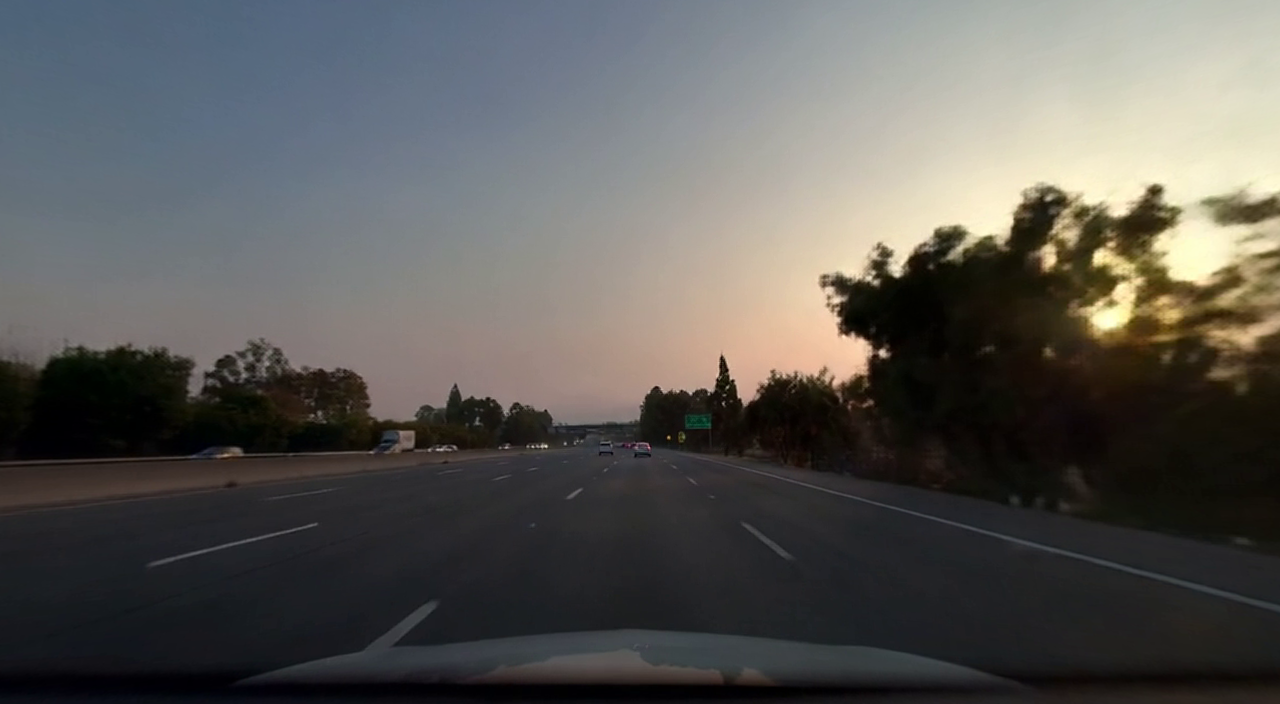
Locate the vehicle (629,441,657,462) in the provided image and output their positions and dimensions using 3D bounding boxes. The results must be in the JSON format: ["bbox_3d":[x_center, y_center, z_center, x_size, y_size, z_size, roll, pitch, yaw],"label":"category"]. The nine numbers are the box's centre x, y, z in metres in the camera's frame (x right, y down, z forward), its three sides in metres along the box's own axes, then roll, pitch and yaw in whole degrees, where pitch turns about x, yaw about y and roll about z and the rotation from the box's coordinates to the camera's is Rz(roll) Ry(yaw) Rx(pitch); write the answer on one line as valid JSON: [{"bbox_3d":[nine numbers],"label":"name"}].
[{"bbox_3d":[0.189,7.481,47.741,2.021,1.528,4.154,0,-8,0],"label":"vehicle"}]
